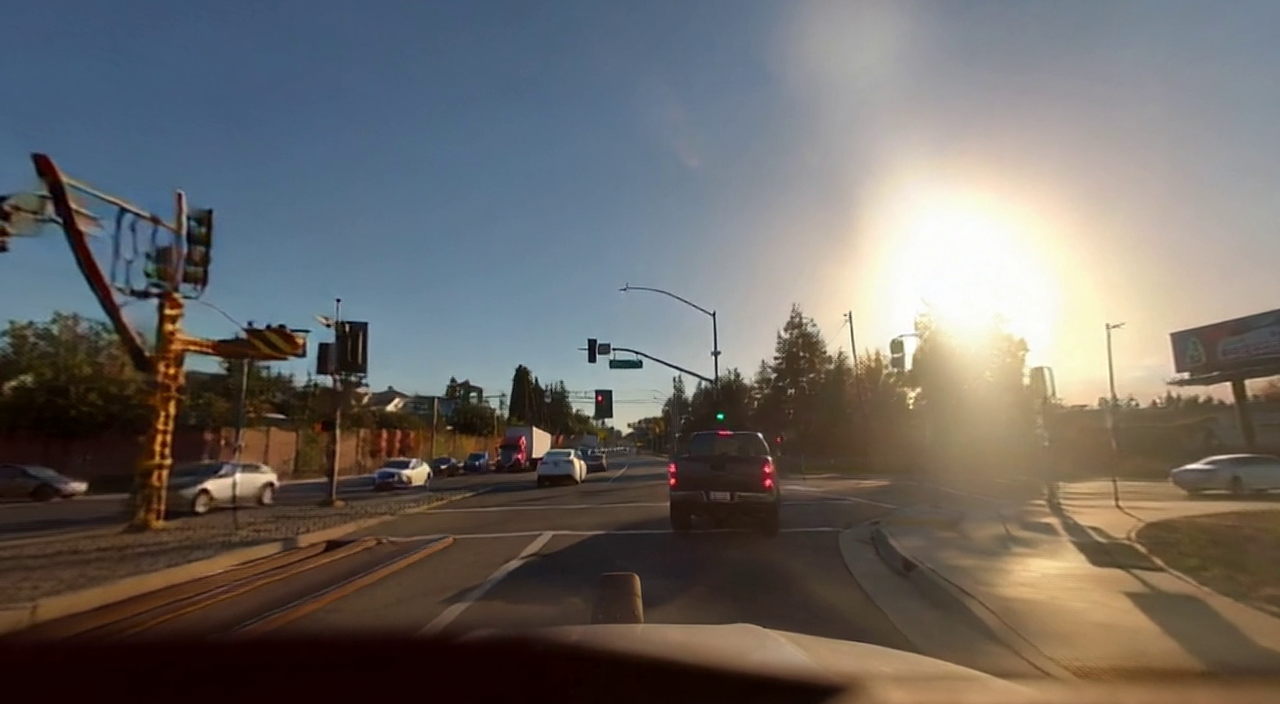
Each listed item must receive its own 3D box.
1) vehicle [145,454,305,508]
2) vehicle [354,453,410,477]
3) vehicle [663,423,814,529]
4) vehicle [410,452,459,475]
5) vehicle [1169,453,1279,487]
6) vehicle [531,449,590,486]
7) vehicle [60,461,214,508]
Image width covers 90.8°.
[{"bbox_3d":[-12.990,4.031,20.243,2.027,1.482,4.711,0,-9,-1],"label":"vehicle"},{"bbox_3d":[-17.481,7.657,43.009,1.908,1.482,4.621,0,-9,-1],"label":"vehicle"},{"bbox_3d":[2.497,2.741,14.544,2.404,1.926,5.251,-4,-10,20],"label":"vehicle"},{"bbox_3d":[-13.747,7.470,42.511,1.864,1.456,4.409,0,-9,-1],"label":"vehicle"},{"bbox_3d":[27.778,5.461,29.403,4.412,1.494,2.136,0,-9,-2],"label":"vehicle"},{"bbox_3d":[-3.421,5.088,28.114,2.004,1.482,4.799,0,-9,0],"label":"vehicle"},{"bbox_3d":[-16.938,4.440,21.602,1.880,1.377,4.201,0,-9,-2],"label":"vehicle"}]
